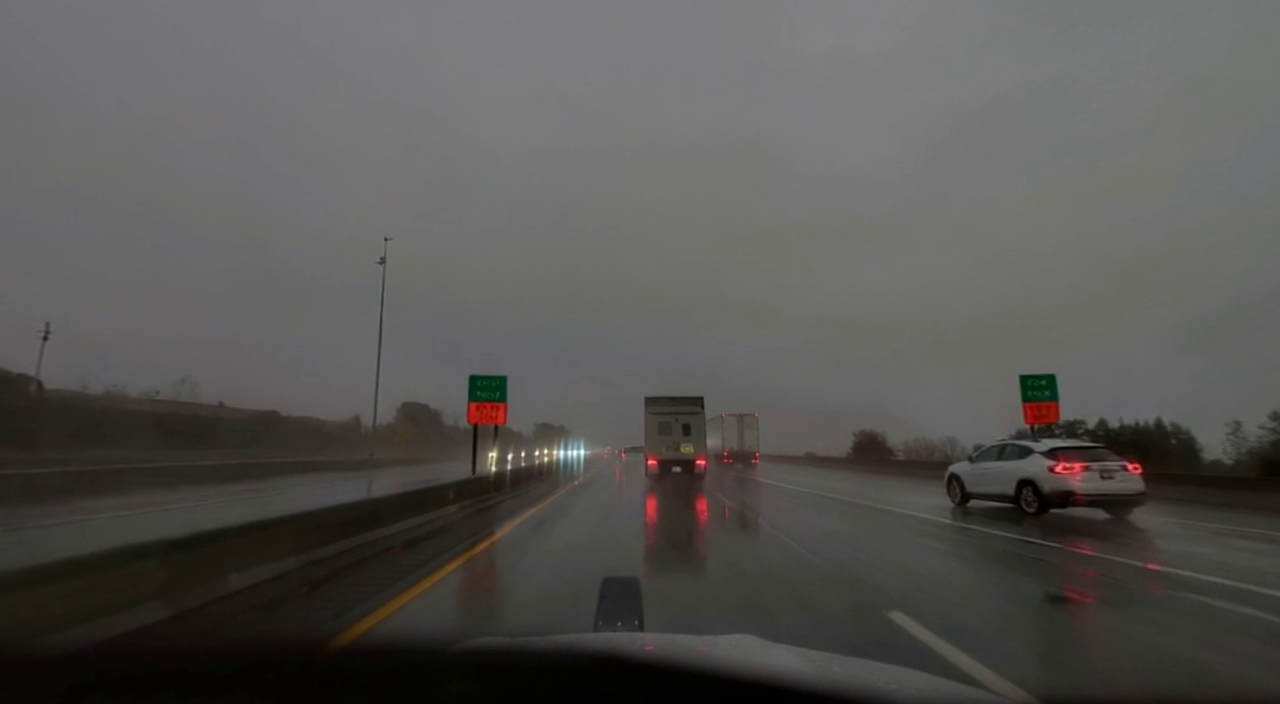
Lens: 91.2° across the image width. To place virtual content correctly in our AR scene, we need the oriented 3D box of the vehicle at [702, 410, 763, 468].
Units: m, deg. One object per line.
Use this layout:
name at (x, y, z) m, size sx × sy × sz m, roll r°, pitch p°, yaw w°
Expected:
vehicle at (6.728, 6.598, 47.124) m, size 2.928 × 3.900 × 10.014 m, roll 0°, pitch -9°, yaw 0°

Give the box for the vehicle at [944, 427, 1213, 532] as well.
vehicle at (7.457, 2.188, 11.251) m, size 1.988 × 1.534 × 3.763 m, roll 0°, pitch -9°, yaw -2°

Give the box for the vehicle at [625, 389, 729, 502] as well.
vehicle at (1.187, 2.747, 18.415) m, size 2.506 × 2.743 × 6.093 m, roll -1°, pitch -9°, yaw 6°
